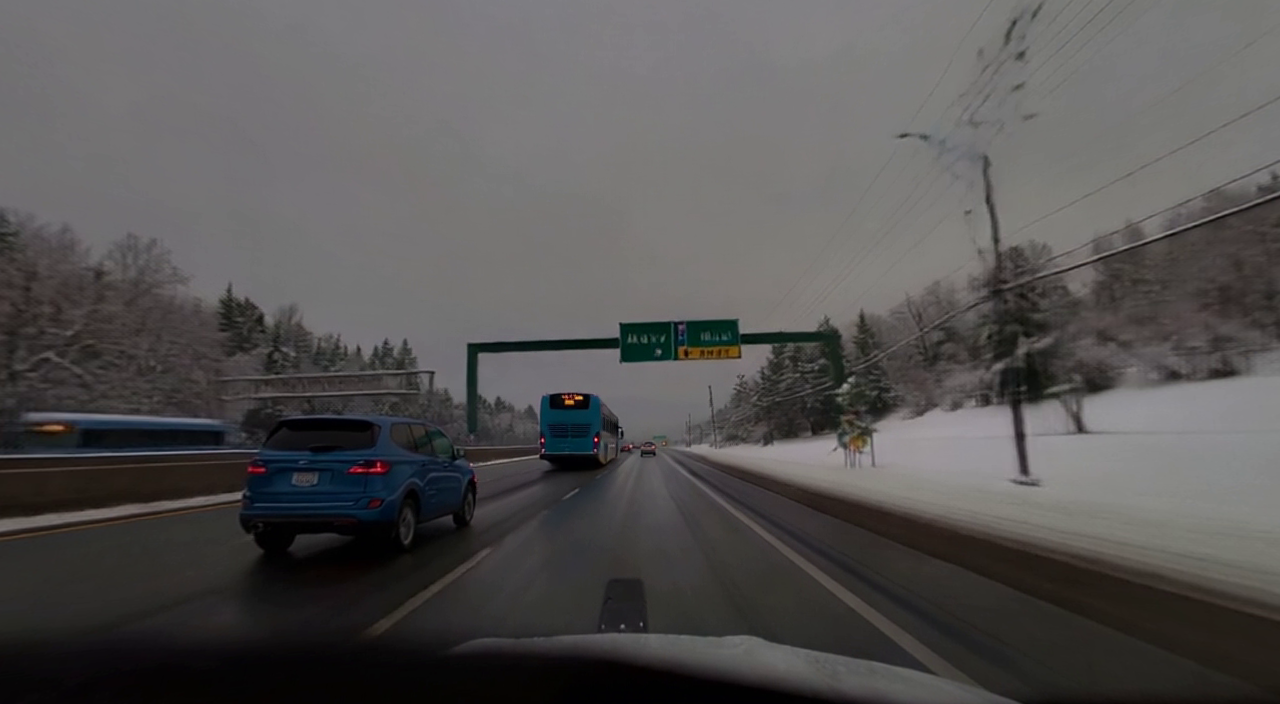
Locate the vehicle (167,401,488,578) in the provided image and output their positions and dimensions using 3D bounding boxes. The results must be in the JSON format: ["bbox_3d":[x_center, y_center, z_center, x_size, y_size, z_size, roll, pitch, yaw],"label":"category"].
[{"bbox_3d":[-3.601,1.670,8.383,2.021,1.730,4.223,0,-9,1],"label":"vehicle"}]

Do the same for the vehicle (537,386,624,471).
[{"bbox_3d":[-2.794,4.358,34.022,3.382,3.712,11.766,1,-9,1],"label":"vehicle"}]

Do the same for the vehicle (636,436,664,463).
[{"bbox_3d":[0.742,7.704,49.981,2.083,2.001,4.782,0,-9,0],"label":"vehicle"}]

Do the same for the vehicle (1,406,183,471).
[{"bbox_3d":[-32.227,5.227,37.735,3.549,3.429,7.908,0,-9,1],"label":"vehicle"}]
